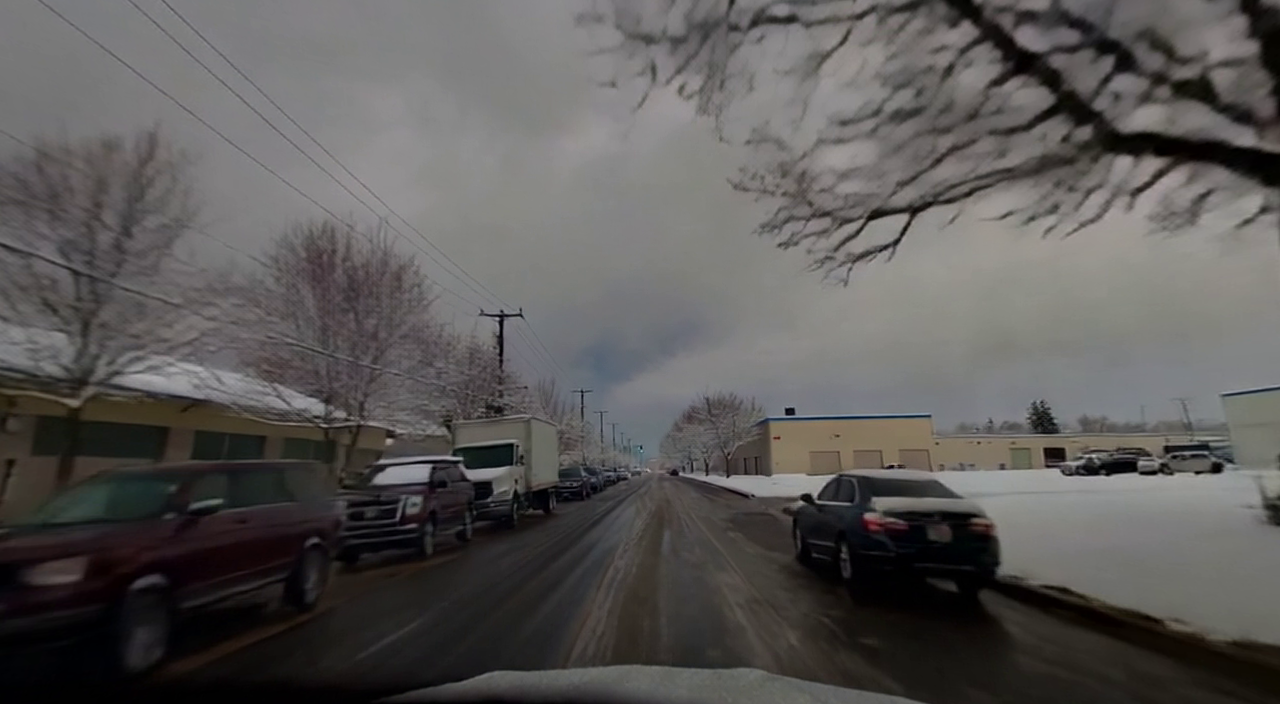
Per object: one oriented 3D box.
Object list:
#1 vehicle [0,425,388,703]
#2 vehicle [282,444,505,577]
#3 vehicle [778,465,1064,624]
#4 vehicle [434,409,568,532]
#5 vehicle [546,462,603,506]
[{"bbox_3d":[-3.845,1.559,5.212,1.835,1.625,3.674,0,-11,2],"label":"vehicle"},{"bbox_3d":[-3.732,2.506,10.493,1.917,1.735,4.032,0,-11,2],"label":"vehicle"},{"bbox_3d":[3.052,2.181,7.896,1.819,1.446,3.909,0,-11,1],"label":"vehicle"},{"bbox_3d":[-3.428,3.174,16.950,2.242,2.726,5.581,0,-11,0],"label":"vehicle"},{"bbox_3d":[-2.825,5.833,28.169,1.886,1.640,4.311,1,-9,2],"label":"vehicle"}]
